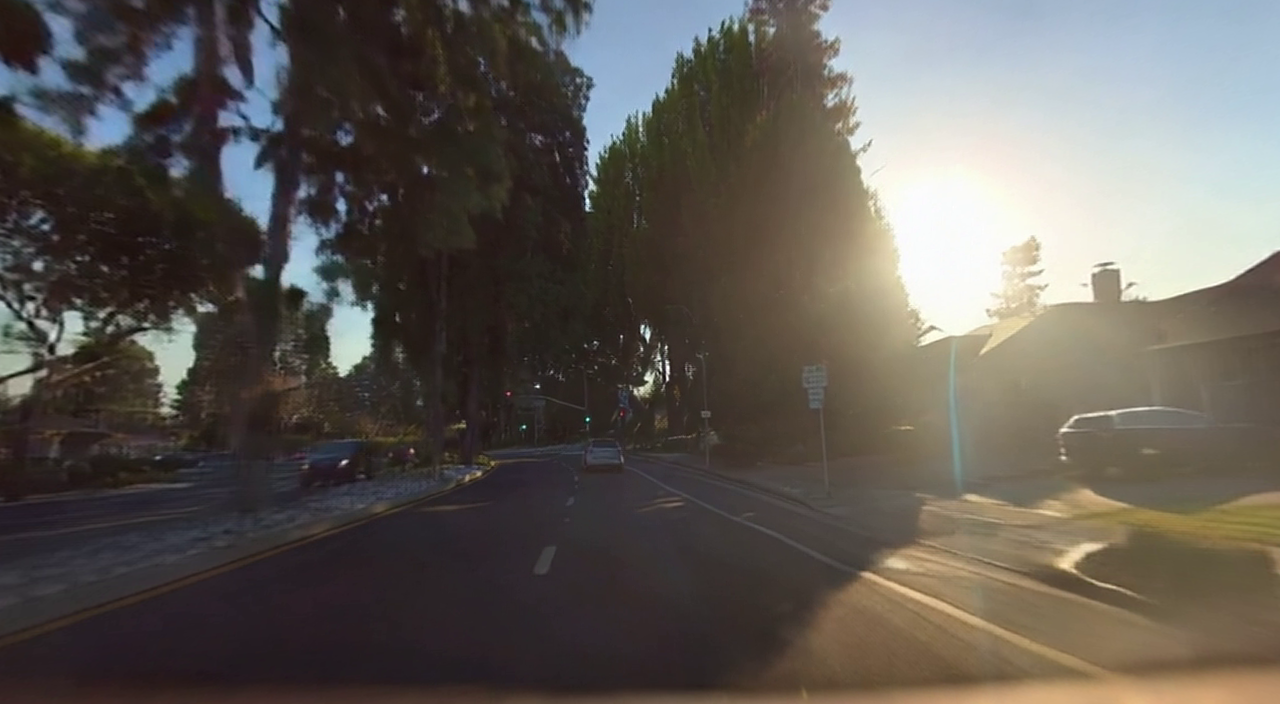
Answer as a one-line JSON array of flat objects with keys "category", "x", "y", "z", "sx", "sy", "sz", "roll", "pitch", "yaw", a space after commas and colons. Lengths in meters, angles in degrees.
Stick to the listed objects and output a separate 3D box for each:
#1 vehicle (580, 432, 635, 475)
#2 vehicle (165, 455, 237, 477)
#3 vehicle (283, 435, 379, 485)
[{"category": "vehicle", "x": -1.516, "y": 4.476, "z": 27.934, "sx": 1.990, "sy": 1.707, "sz": 4.225, "roll": 1, "pitch": -9, "yaw": -9}, {"category": "vehicle", "x": -34.643, "y": 8.965, "z": 49.958, "sx": 4.271, "sy": 1.640, "sz": 2.033, "roll": 4, "pitch": -9, "yaw": -25}, {"category": "vehicle", "x": -13.690, "y": 4.800, "z": 28.448, "sx": 2.259, "sy": 1.973, "sz": 5.712, "roll": 1, "pitch": -9, "yaw": -9}]
